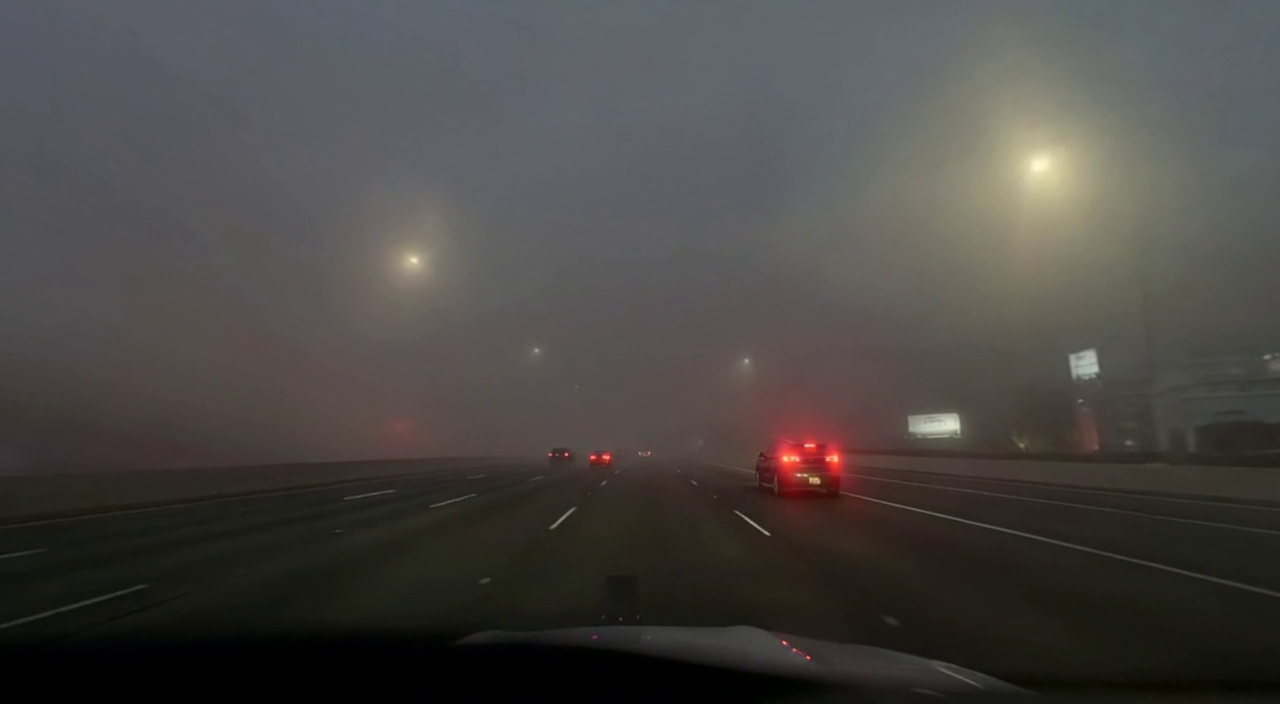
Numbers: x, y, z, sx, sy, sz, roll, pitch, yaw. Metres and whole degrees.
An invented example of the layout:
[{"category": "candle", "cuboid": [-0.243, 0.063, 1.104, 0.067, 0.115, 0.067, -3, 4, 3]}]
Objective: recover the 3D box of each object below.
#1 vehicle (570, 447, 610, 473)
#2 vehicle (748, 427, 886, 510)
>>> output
[{"category": "vehicle", "cuboid": [-3.091, 6.808, 39.949, 2.139, 1.510, 4.506, 0, -9, 0]}, {"category": "vehicle", "cuboid": [4.234, 2.889, 16.050, 2.109, 1.764, 4.704, 0, -9, 0]}]
